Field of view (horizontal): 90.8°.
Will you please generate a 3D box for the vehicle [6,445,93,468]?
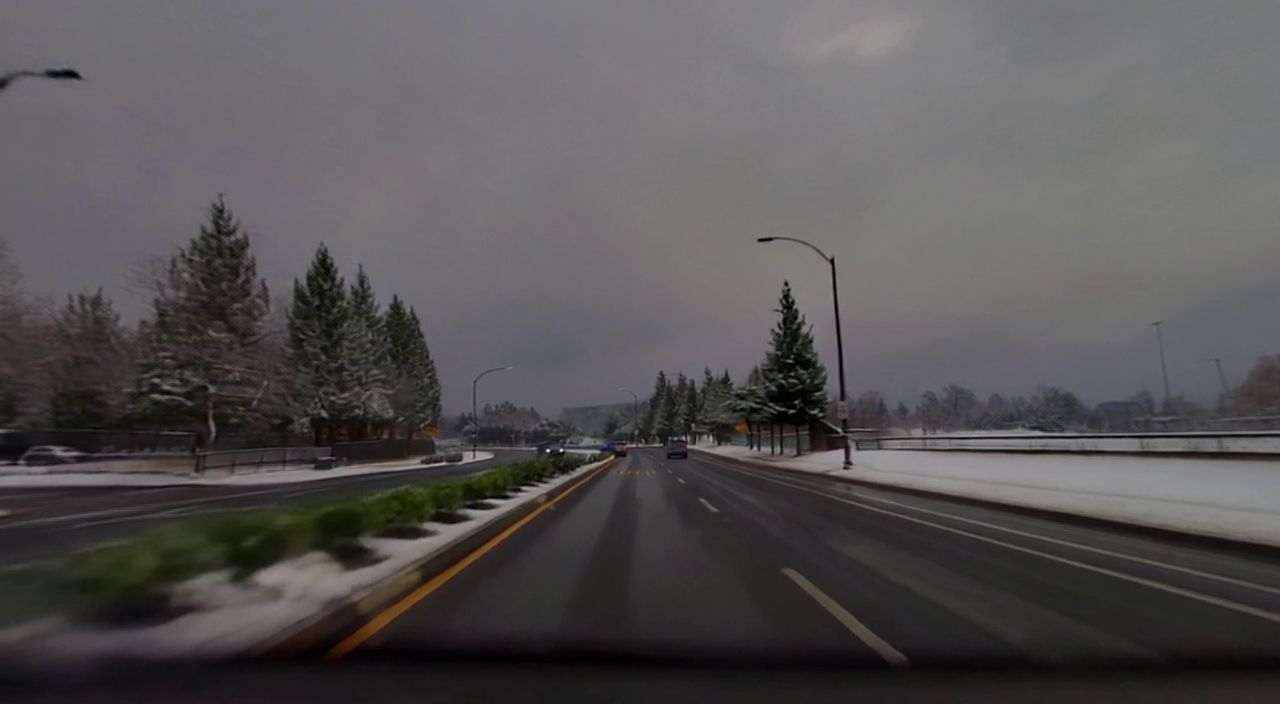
[{"bbox_3d":[-41.256,7.265,44.293,1.821,1.505,4.484,0,-8,-1],"label":"vehicle"}]
